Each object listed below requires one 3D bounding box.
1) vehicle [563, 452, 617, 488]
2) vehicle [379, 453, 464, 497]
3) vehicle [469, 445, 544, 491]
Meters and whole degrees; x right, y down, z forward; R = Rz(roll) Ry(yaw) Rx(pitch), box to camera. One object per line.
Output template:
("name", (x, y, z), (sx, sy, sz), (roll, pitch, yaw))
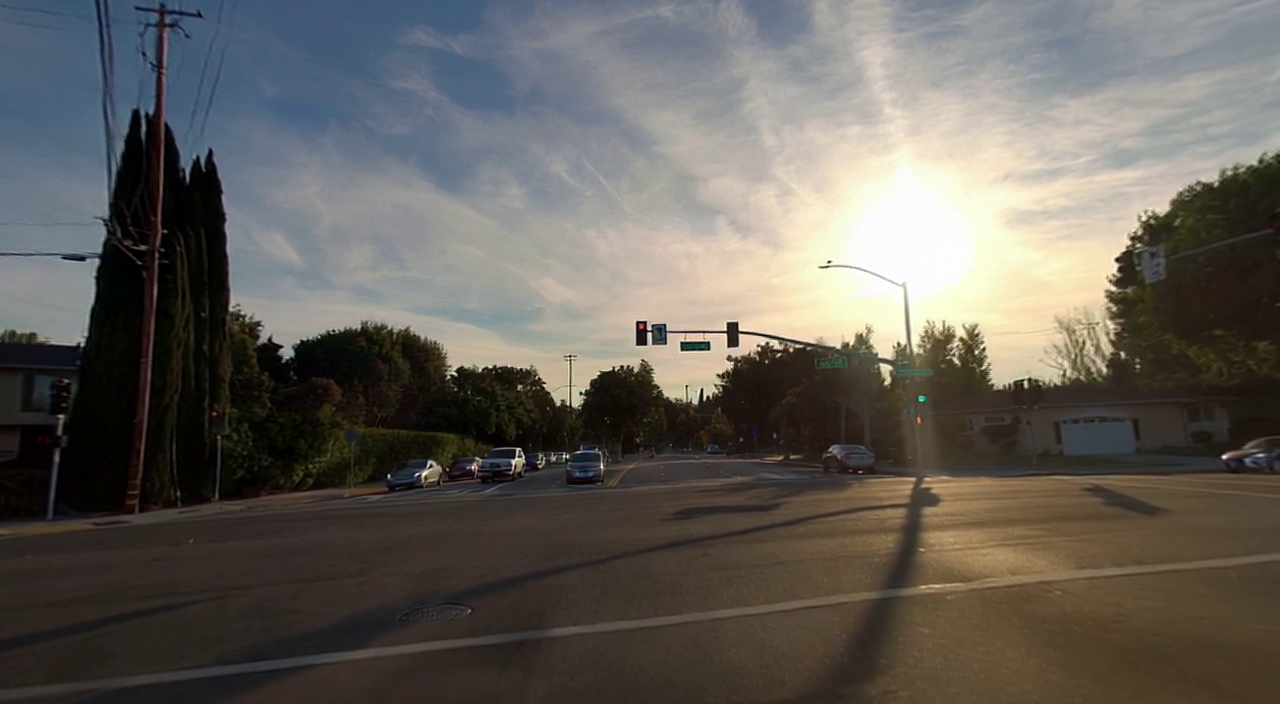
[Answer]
("vehicle", (-2.196, 5.356, 29.133), (2.174, 1.477, 4.805), (0, -9, -1))
("vehicle", (-9.963, 5.612, 29.265), (2.241, 1.819, 4.690), (0, -9, -1))
("vehicle", (-6.183, 5.429, 30.058), (2.479, 1.977, 5.254), (0, -9, -1))
